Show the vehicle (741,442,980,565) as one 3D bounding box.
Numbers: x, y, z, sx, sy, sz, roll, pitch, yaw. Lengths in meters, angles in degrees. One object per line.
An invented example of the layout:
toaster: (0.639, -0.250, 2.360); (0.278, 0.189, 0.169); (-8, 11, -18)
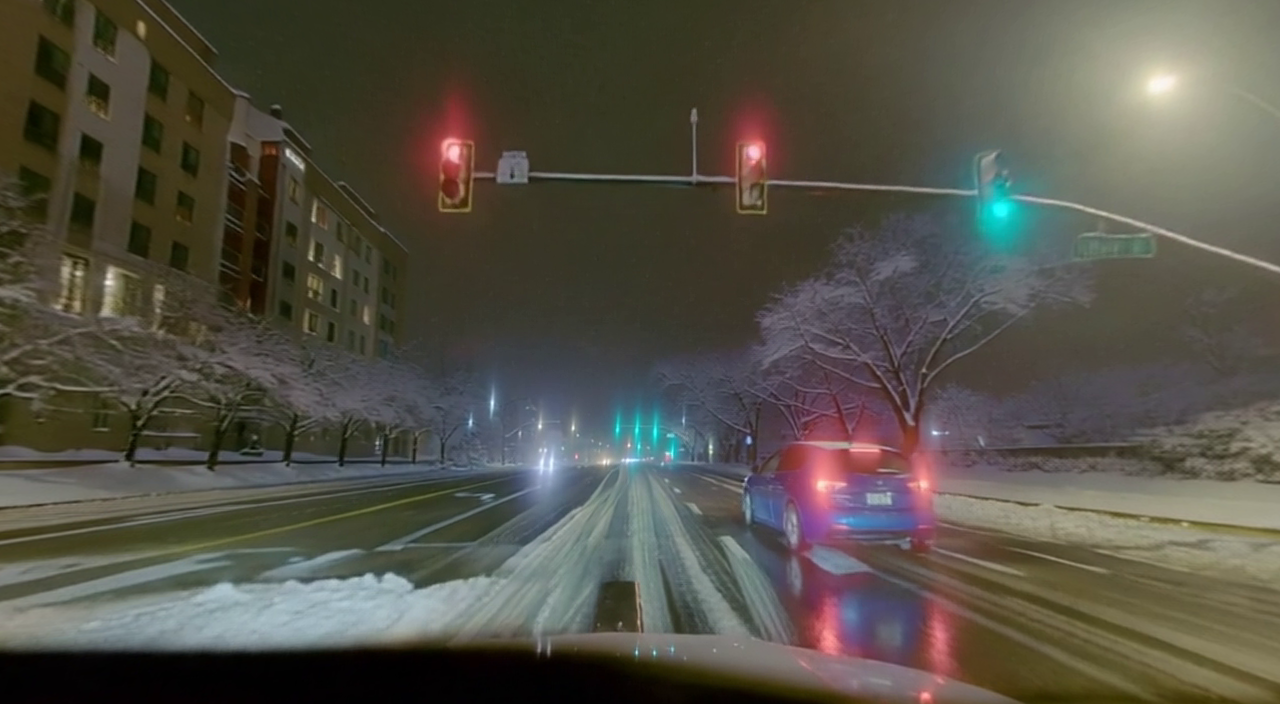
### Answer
vehicle: (3.041, 2.180, 9.995); (2.015, 1.455, 4.615); (0, -9, -2)
